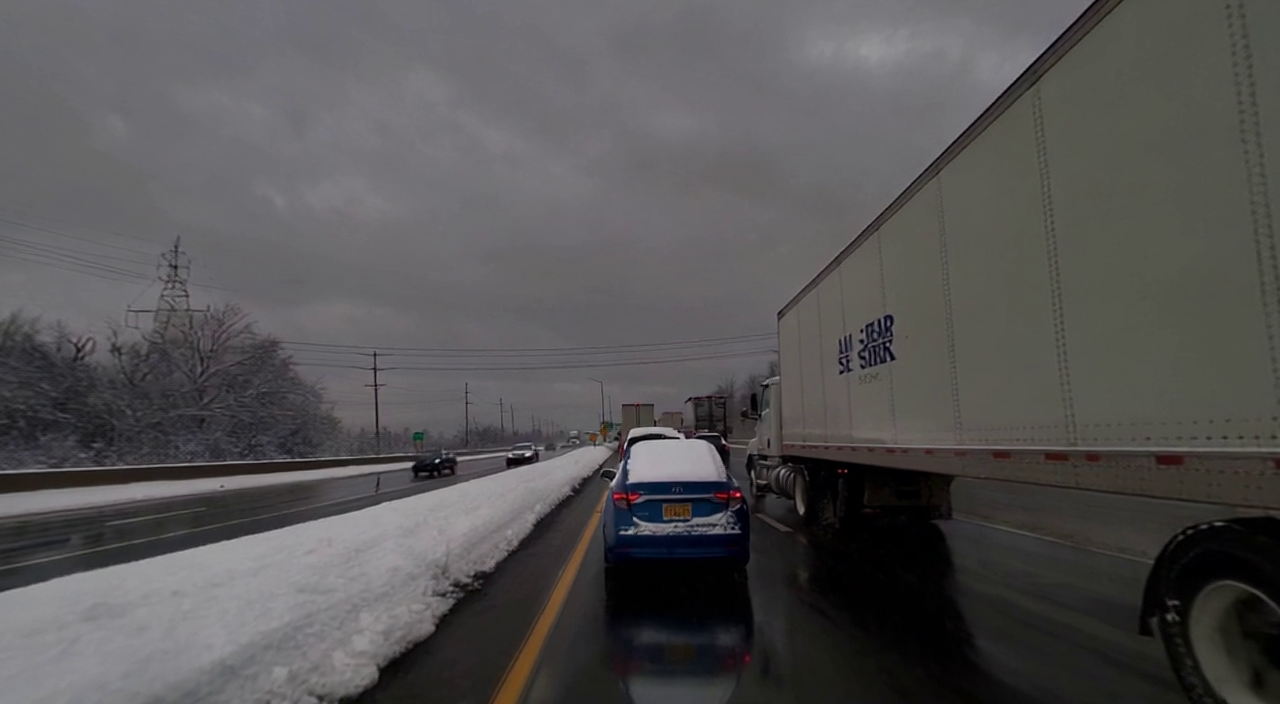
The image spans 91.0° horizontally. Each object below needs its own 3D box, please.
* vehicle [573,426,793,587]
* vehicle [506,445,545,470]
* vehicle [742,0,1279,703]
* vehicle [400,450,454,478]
[{"bbox_3d":[0.329,1.694,7.718,2.045,1.446,3.597,0,-8,-2],"label":"vehicle"},{"bbox_3d":[-8.274,7.618,45.773,1.991,1.629,4.259,-1,-8,0],"label":"vehicle"},{"bbox_3d":[4.155,0.355,7.387,3.138,4.065,14.276,0,-8,-2],"label":"vehicle"},{"bbox_3d":[-12.382,6.530,36.846,1.795,1.441,3.759,-1,-8,0],"label":"vehicle"}]
